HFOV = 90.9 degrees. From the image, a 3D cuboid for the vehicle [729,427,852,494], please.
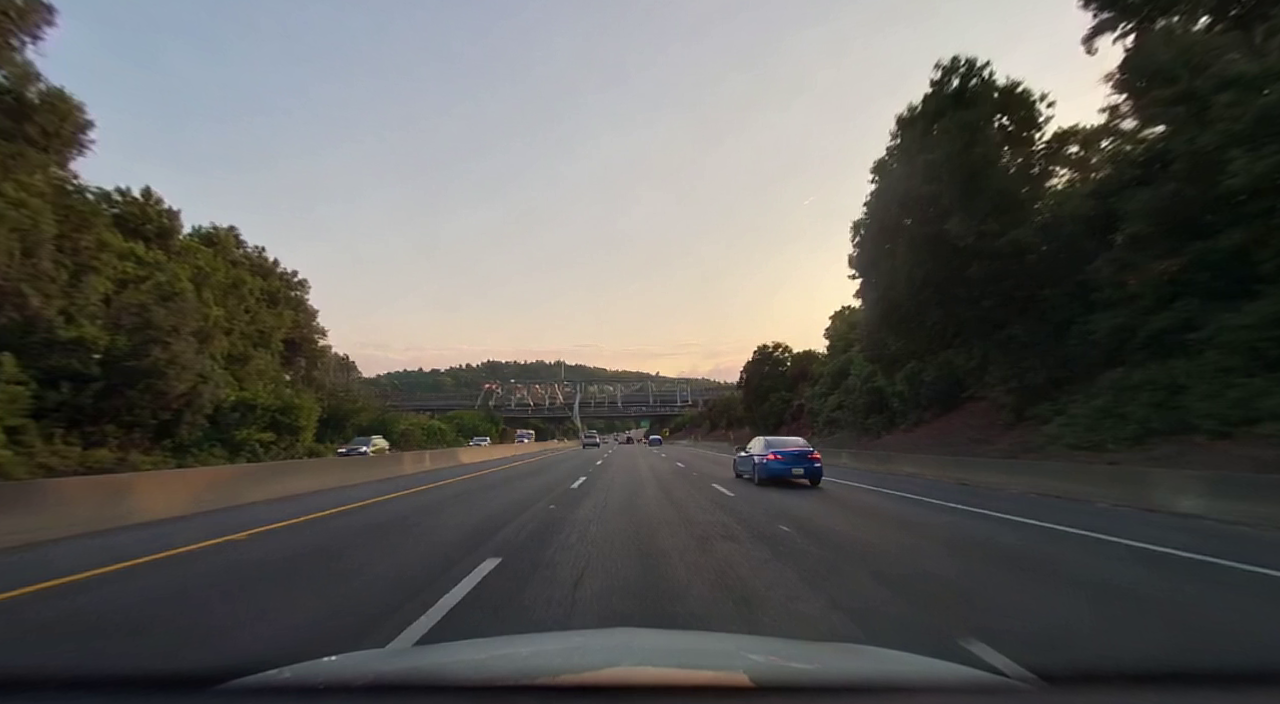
[{"bbox_3d":[3.794,2.802,16.788,2.031,1.531,4.365,0,-8,-2],"label":"vehicle"}]
